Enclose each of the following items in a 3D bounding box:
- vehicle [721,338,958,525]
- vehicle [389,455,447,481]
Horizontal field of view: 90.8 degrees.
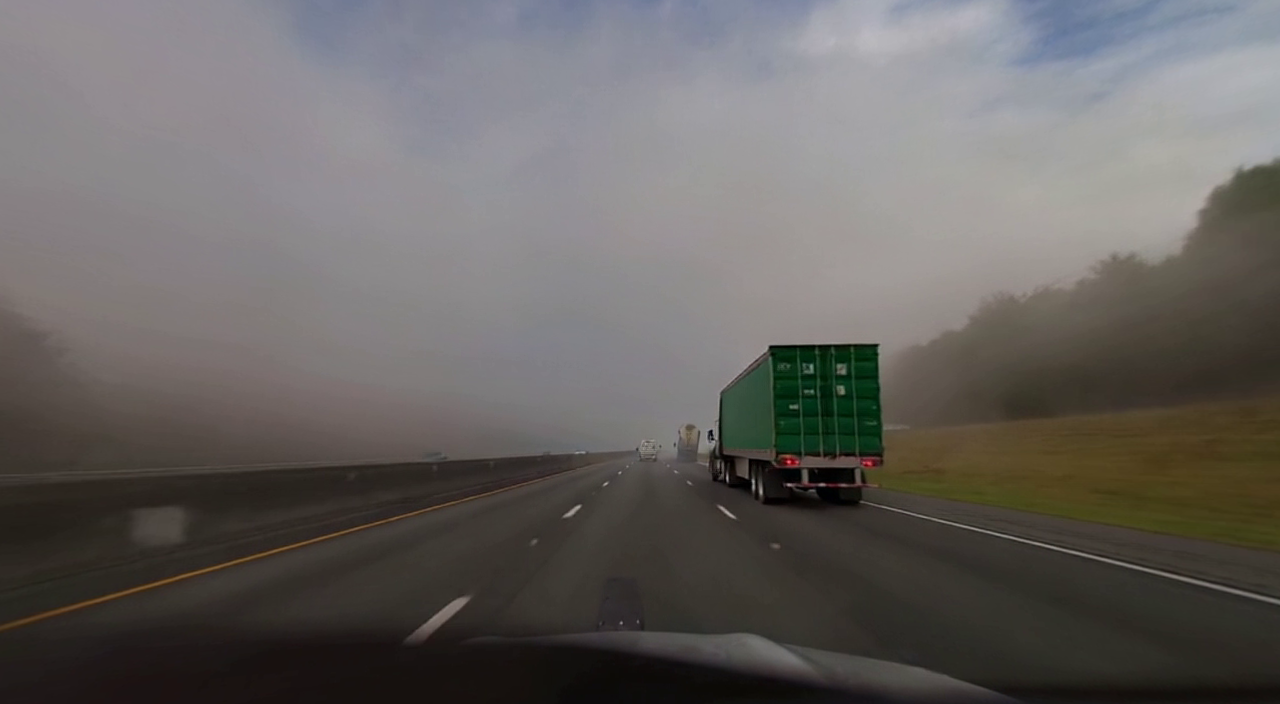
[{"bbox_3d":[4.159,2.099,15.918,2.960,3.381,8.914,0,-9,-1],"label":"vehicle"},{"bbox_3d":[-14.008,7.328,40.111,1.984,1.488,4.545,0,-9,1],"label":"vehicle"}]
